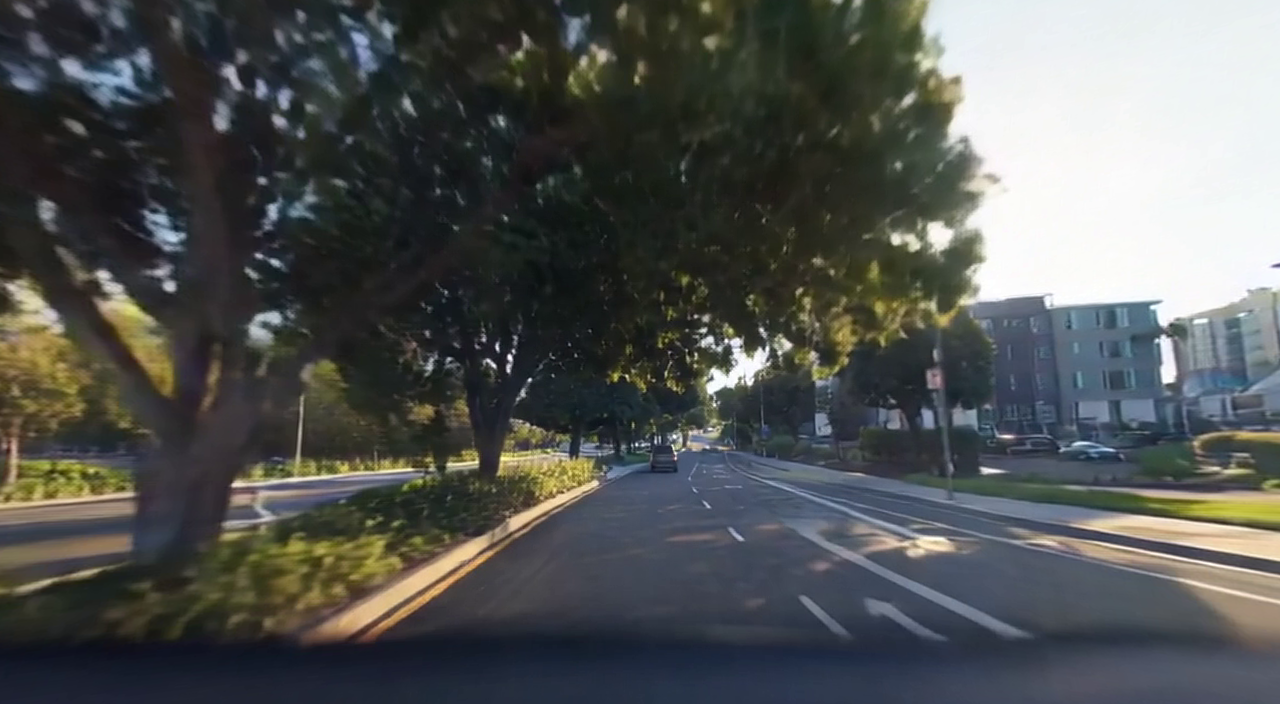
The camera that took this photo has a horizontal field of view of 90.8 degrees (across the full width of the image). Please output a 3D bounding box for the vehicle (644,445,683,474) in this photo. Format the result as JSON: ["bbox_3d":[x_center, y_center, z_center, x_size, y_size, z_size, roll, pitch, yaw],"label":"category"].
[{"bbox_3d":[1.366,6.220,36.864,2.158,1.600,3.865,-1,-8,2],"label":"vehicle"}]
